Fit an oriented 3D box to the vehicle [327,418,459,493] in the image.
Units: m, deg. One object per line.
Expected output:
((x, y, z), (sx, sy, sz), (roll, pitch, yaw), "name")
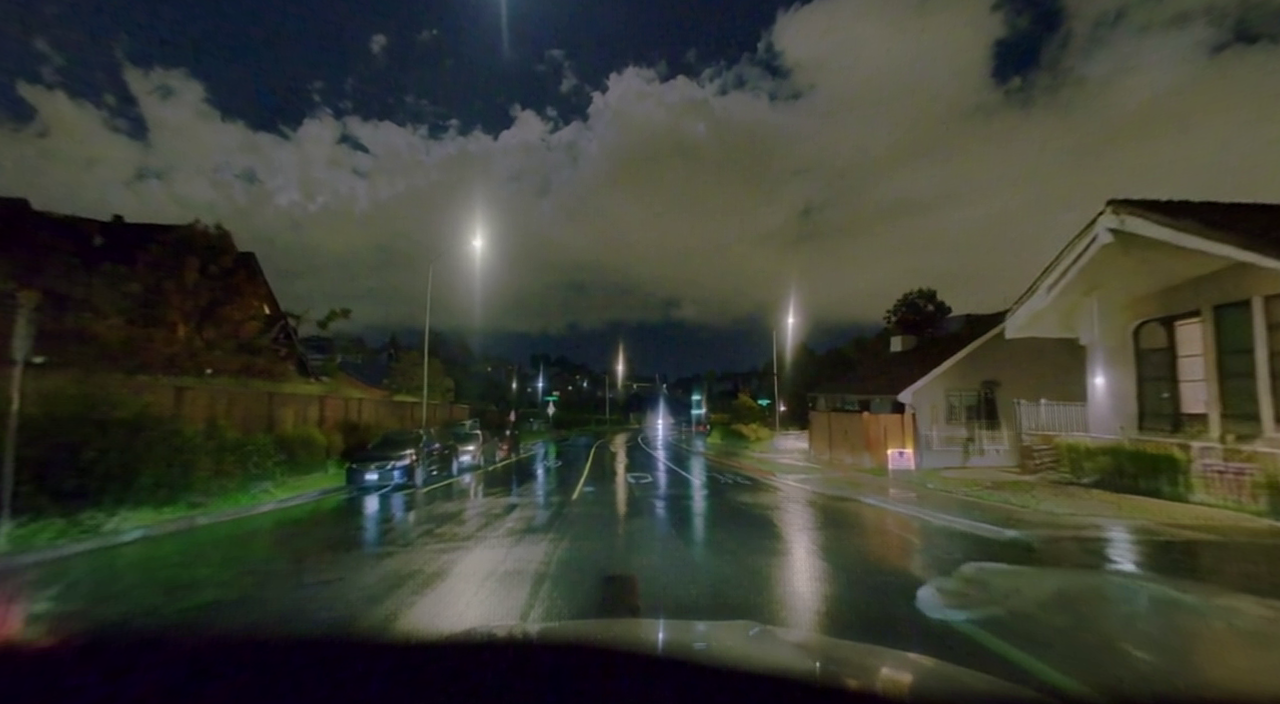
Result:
((-6.549, 2.776, 17.310), (2.147, 1.780, 4.165), (0, -8, -4), "vehicle")
